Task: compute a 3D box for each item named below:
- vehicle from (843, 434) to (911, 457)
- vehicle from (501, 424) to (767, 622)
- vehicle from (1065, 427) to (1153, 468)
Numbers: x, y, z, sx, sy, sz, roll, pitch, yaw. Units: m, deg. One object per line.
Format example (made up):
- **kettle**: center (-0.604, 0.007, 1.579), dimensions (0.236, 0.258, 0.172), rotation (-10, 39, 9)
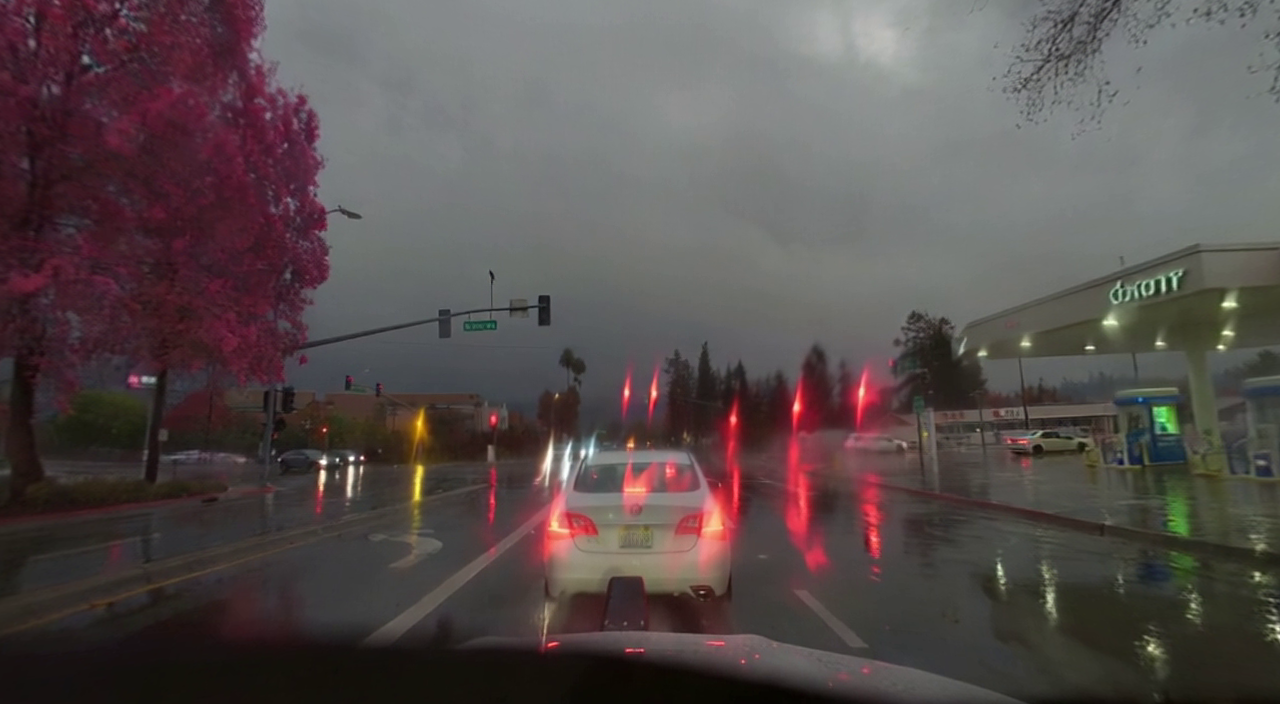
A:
- **vehicle**: center (16.344, 6.491, 43.621), dimensions (3.975, 1.563, 1.755), rotation (-1, -8, 4)
- **vehicle**: center (-0.045, 1.601, 6.889), dimensions (2.010, 1.482, 4.057), rotation (0, -8, 0)
- **vehicle**: center (18.569, 3.757, 24.889), dimensions (4.091, 1.495, 2.053), rotation (8, -12, -44)
